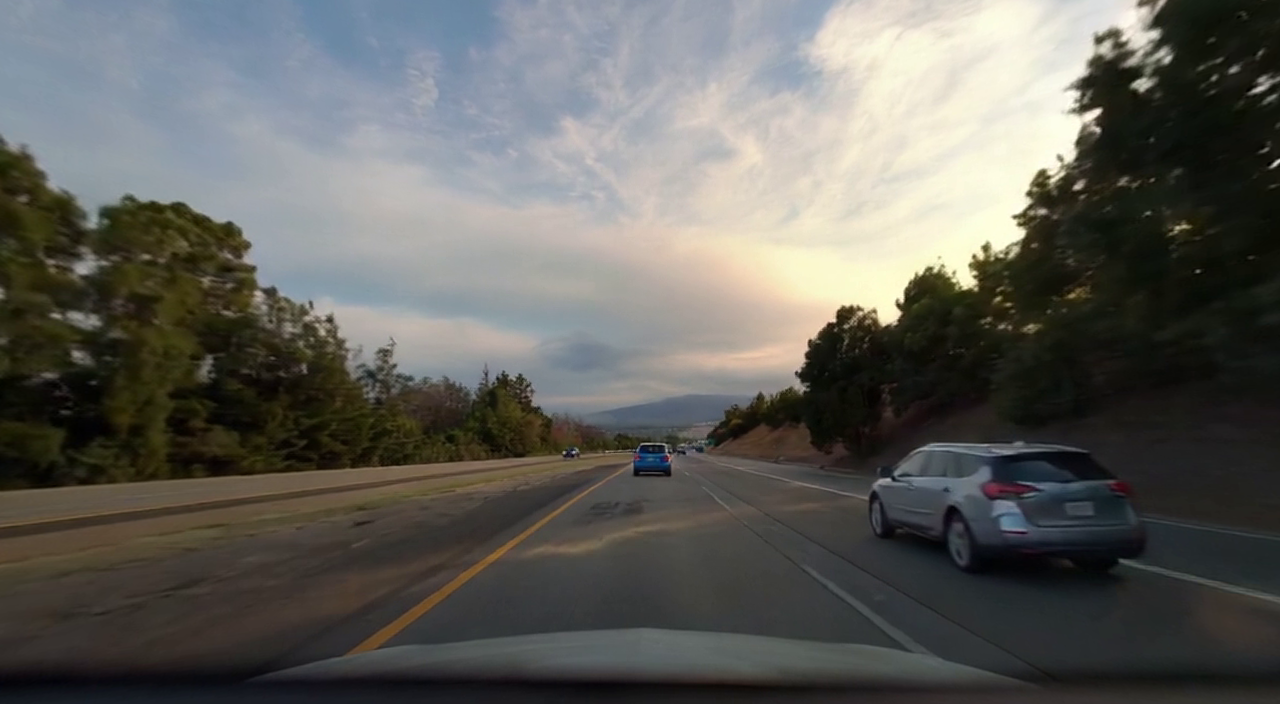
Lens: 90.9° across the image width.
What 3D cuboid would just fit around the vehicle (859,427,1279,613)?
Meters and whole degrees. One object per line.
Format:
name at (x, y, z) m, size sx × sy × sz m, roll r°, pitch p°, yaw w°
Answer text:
vehicle at (4.282, 1.710, 7.366) m, size 1.864 × 1.489 × 4.379 m, roll 0°, pitch -9°, yaw 0°

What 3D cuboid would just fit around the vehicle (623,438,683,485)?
vehicle at (0.494, 4.348, 25.202) m, size 2.190 × 1.706 × 4.062 m, roll 0°, pitch -9°, yaw 1°
